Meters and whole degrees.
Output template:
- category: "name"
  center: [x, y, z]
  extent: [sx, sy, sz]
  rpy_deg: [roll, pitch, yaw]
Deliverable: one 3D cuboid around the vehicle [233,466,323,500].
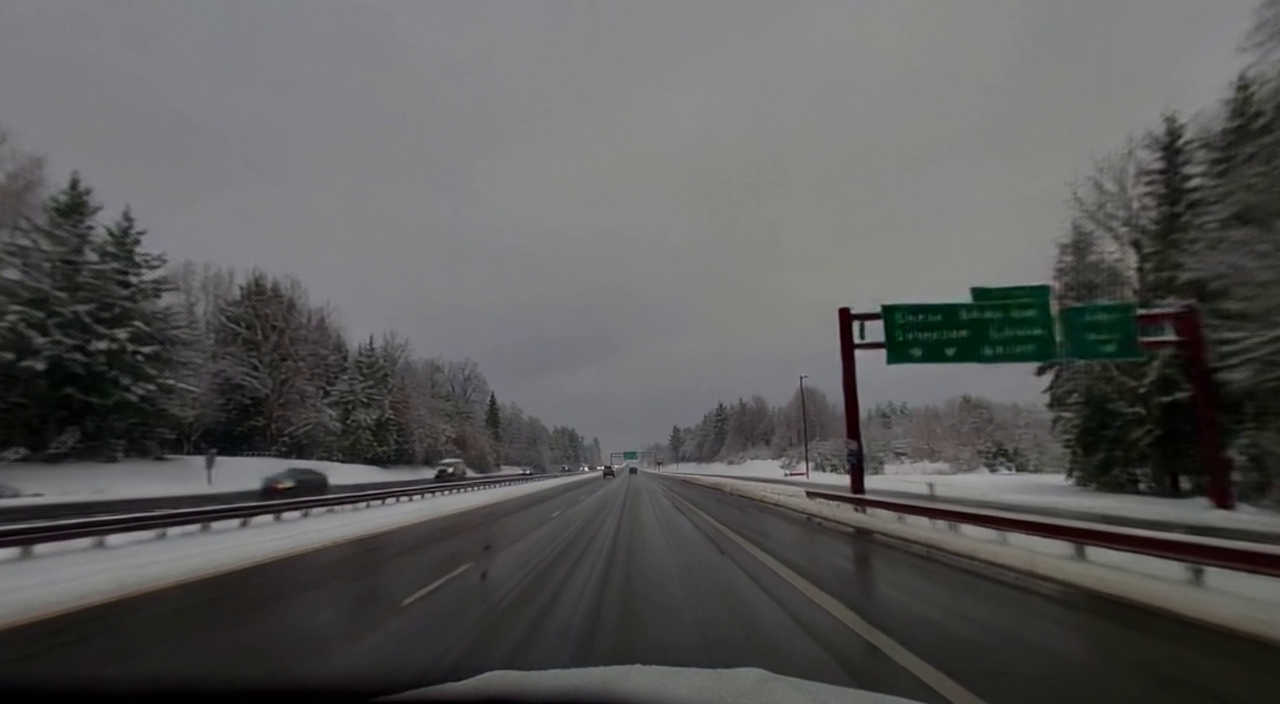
- category: "vehicle"
  center: [-16.749, 6.073, 29.370]
  extent: [1.856, 1.437, 3.849]
  rpy_deg: [1, -10, 0]
